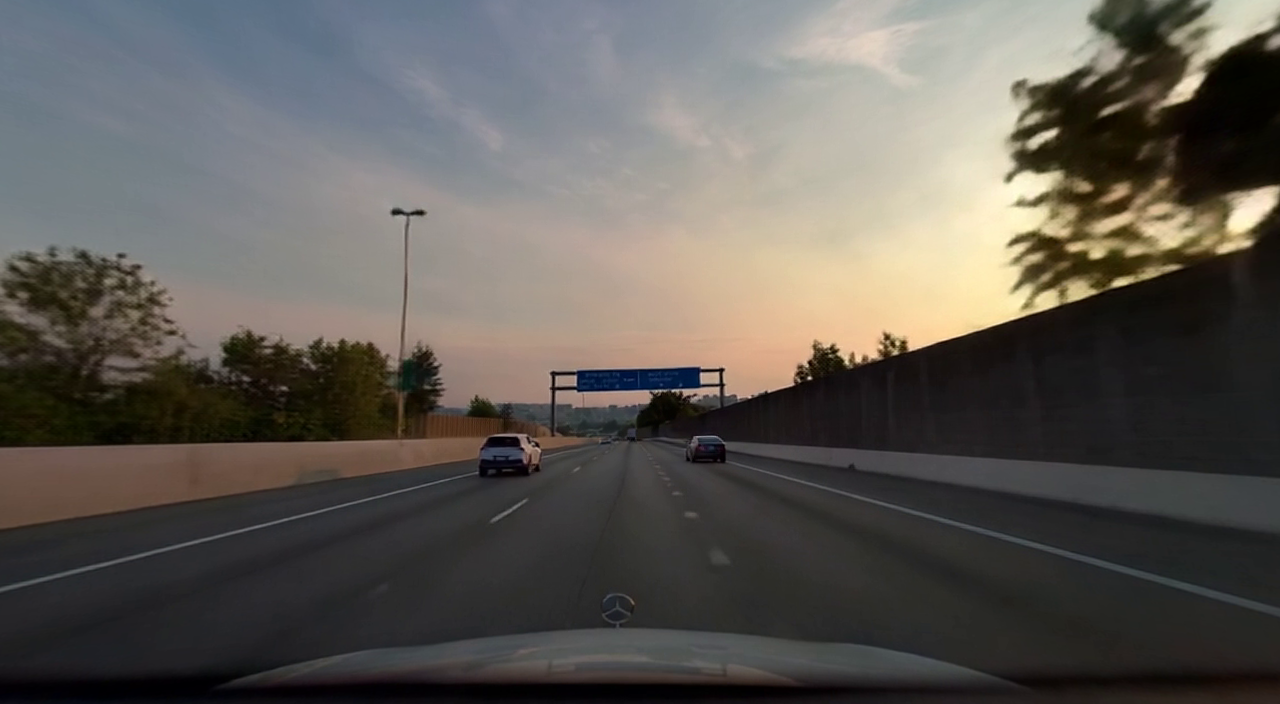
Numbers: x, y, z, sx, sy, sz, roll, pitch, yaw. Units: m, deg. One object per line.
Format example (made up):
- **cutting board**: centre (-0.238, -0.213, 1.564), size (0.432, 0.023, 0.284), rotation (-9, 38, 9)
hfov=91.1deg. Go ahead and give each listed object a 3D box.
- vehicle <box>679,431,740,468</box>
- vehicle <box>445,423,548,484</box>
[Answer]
- **vehicle**: centre (3.031, 4.360, 28.426), size (2.077, 1.523, 4.539), rotation (0, -8, -2)
- **vehicle**: centre (-4.267, 3.068, 19.437), size (2.219, 1.660, 4.153), rotation (0, -8, -1)
